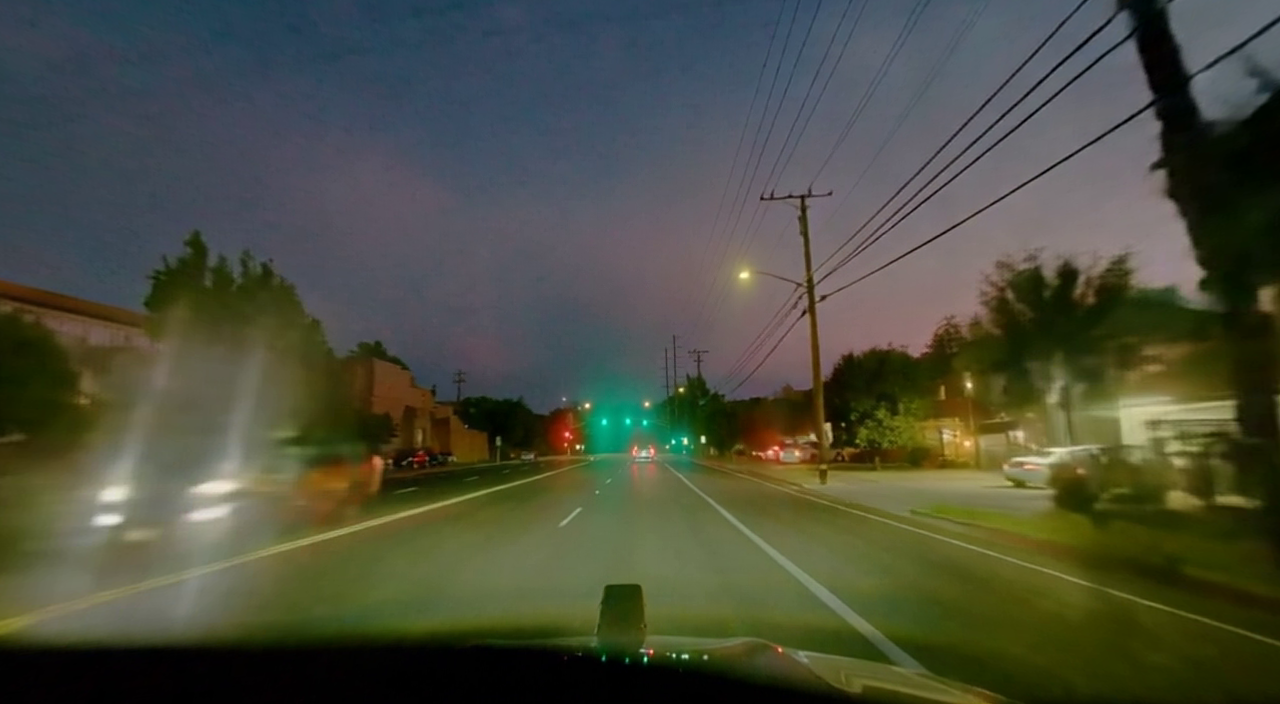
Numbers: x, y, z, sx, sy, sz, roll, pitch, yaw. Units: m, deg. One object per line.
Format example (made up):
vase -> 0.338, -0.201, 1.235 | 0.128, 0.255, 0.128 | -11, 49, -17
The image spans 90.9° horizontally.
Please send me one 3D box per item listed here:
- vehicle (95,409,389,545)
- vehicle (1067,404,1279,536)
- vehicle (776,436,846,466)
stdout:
vehicle -> -6.739, 2.180, 11.553 | 2.273, 1.952, 4.599 | 0, -9, 1
vehicle -> 11.176, 2.147, 11.788 | 2.392, 2.063, 5.213 | 0, -9, -5
vehicle -> 12.115, 7.056, 44.975 | 4.305, 1.997, 2.453 | 0, -9, 1
